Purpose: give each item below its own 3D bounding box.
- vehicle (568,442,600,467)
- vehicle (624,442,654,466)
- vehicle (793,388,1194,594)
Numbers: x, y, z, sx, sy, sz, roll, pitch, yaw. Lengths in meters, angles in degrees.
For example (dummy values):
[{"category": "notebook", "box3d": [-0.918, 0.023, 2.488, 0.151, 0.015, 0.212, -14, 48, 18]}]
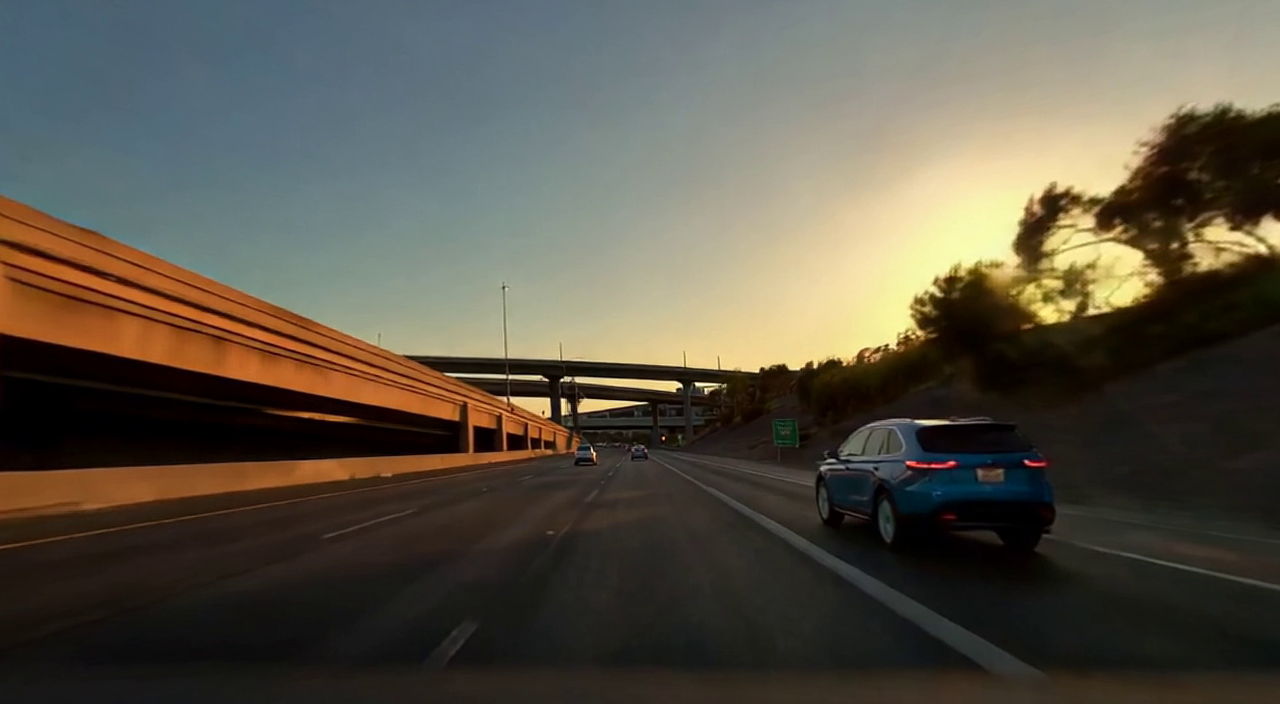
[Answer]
[{"category": "vehicle", "box3d": [-3.984, 7.339, 45.456, 2.000, 1.646, 4.201, 0, -8, -1]}, {"category": "vehicle", "box3d": [-0.129, 7.561, 47.084, 2.132, 1.657, 3.967, 0, -8, -2]}, {"category": "vehicle", "box3d": [3.772, 1.591, 8.135, 2.288, 1.841, 4.779, 0, -8, -1]}]
